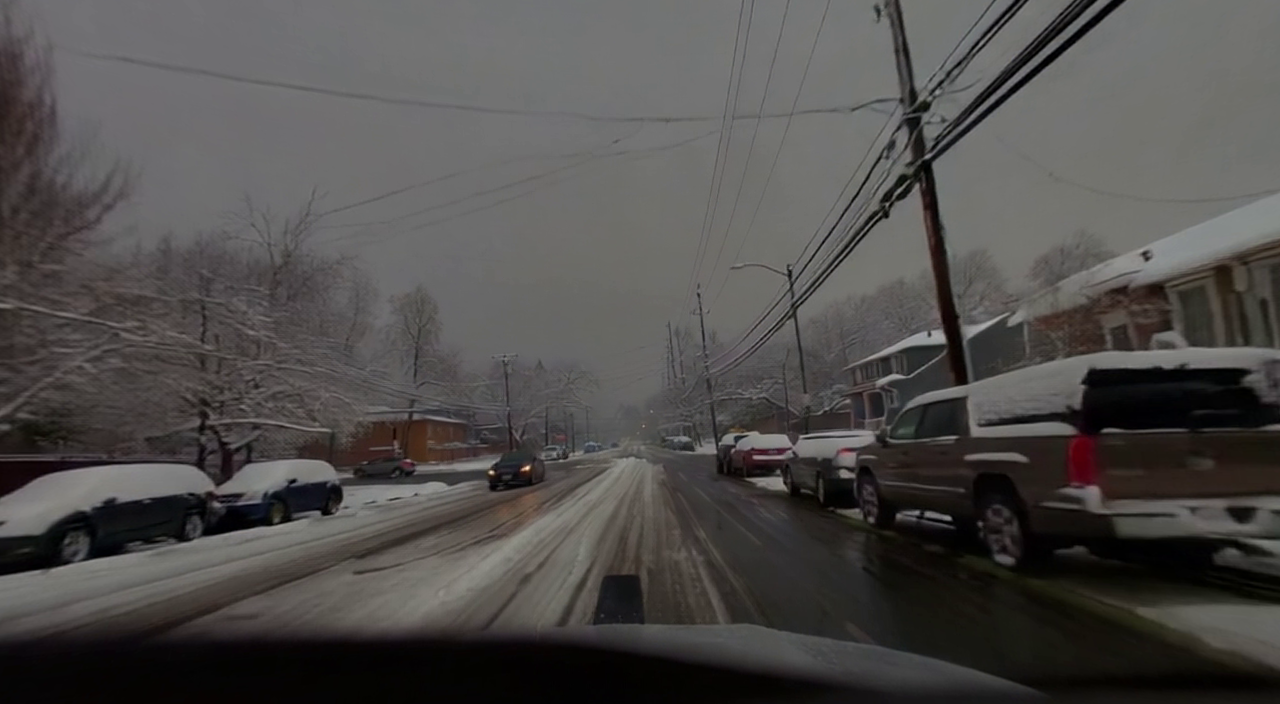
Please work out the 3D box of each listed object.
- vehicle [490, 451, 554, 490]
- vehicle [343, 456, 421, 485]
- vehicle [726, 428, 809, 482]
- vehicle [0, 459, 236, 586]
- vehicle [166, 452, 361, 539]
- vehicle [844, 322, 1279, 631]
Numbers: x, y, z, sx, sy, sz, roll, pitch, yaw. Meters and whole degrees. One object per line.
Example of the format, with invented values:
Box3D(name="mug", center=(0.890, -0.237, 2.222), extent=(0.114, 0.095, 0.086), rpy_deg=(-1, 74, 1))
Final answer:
Box3D(name="vehicle", center=(-5.333, 5.396, 29.113), extent=(1.948, 1.502, 4.434), rpy_deg=(-3, -8, 1))
Box3D(name="vehicle", center=(-18.472, 8.443, 45.339), extent=(4.676, 1.846, 1.967), rpy_deg=(8, -11, -43))
Box3D(name="vehicle", center=(4.626, 3.818, 23.655), extent=(1.980, 1.773, 4.853), rpy_deg=(0, -8, -1))
Box3D(name="vehicle", center=(-11.051, 3.164, 12.730), extent=(2.089, 1.837, 5.499), rpy_deg=(-1, -8, 1))
Box3D(name="vehicle", center=(-10.765, 4.075, 18.816), extent=(2.282, 2.060, 5.738), rpy_deg=(0, -8, 0))
Box3D(name="vehicle", center=(4.437, 1.246, 7.251), extent=(2.330, 2.160, 5.550), rpy_deg=(0, -8, 0))
